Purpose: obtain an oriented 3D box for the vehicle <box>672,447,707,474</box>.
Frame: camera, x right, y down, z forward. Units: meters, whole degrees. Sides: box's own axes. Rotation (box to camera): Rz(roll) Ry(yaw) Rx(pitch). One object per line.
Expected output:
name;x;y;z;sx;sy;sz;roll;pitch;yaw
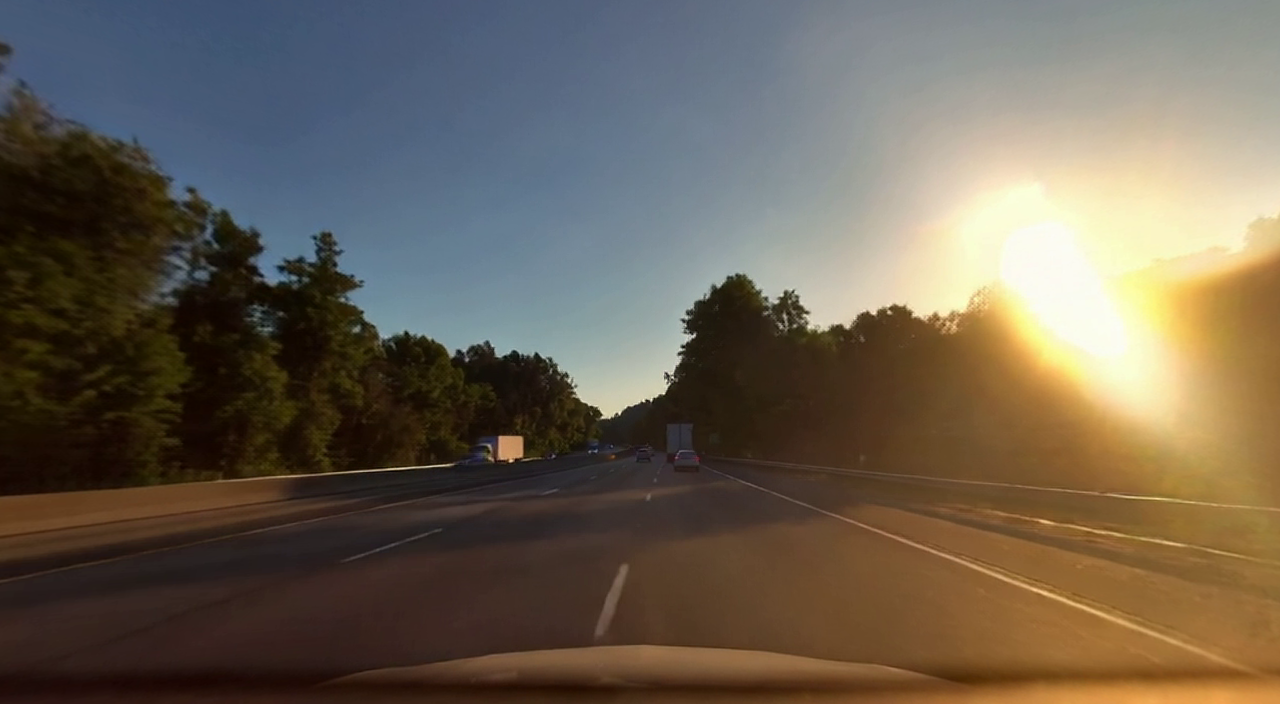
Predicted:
vehicle;3.172;7.039;41.251;2.096;1.653;4.185;0;-9;2
